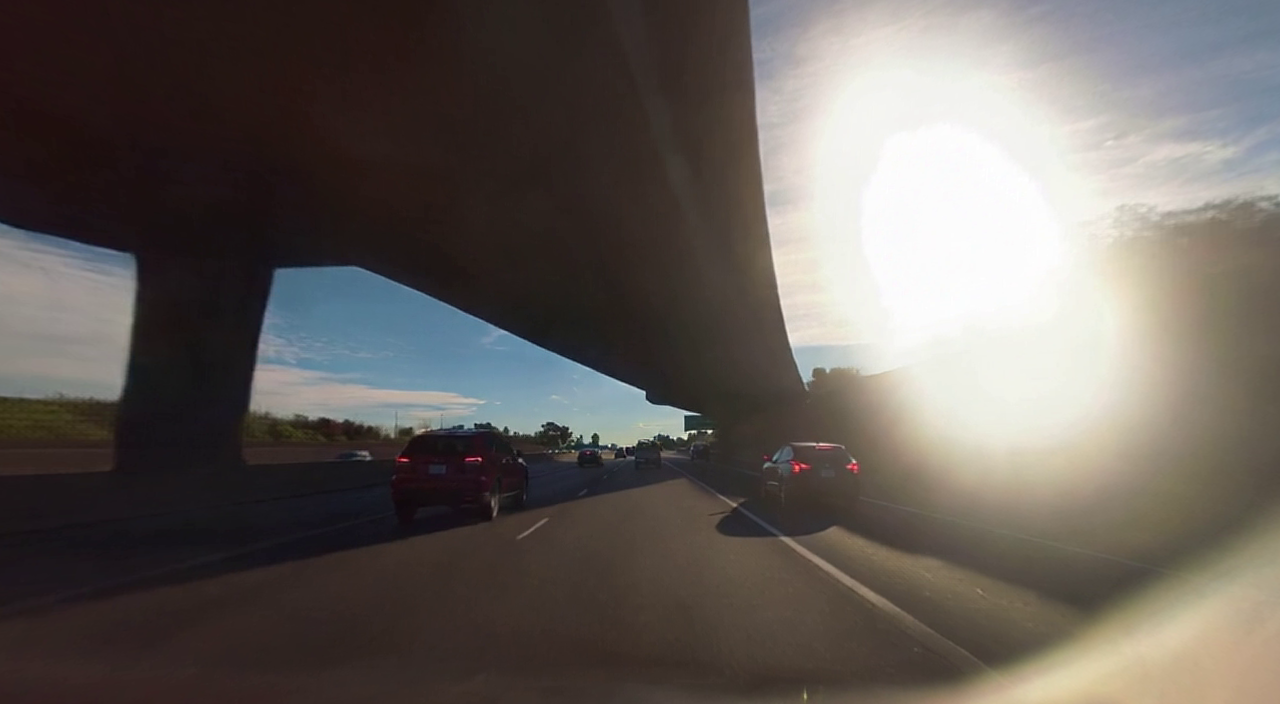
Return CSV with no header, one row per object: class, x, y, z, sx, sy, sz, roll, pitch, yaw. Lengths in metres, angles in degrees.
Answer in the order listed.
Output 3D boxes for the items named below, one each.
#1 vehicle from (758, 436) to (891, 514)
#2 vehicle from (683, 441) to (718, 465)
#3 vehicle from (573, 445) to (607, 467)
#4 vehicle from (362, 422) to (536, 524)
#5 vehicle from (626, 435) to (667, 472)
vehicle,4.066,2.765,14.600,1.959,1.554,3.795,0,-9,1
vehicle,4.611,7.818,48.818,2.231,1.807,4.588,0,-9,0
vehicle,-3.553,7.468,45.316,1.994,1.475,4.171,0,-9,1
vehicle,-3.685,2.438,13.196,2.089,1.751,4.515,0,-9,2
vehicle,0.365,5.744,35.745,2.155,1.909,4.529,0,-9,0
